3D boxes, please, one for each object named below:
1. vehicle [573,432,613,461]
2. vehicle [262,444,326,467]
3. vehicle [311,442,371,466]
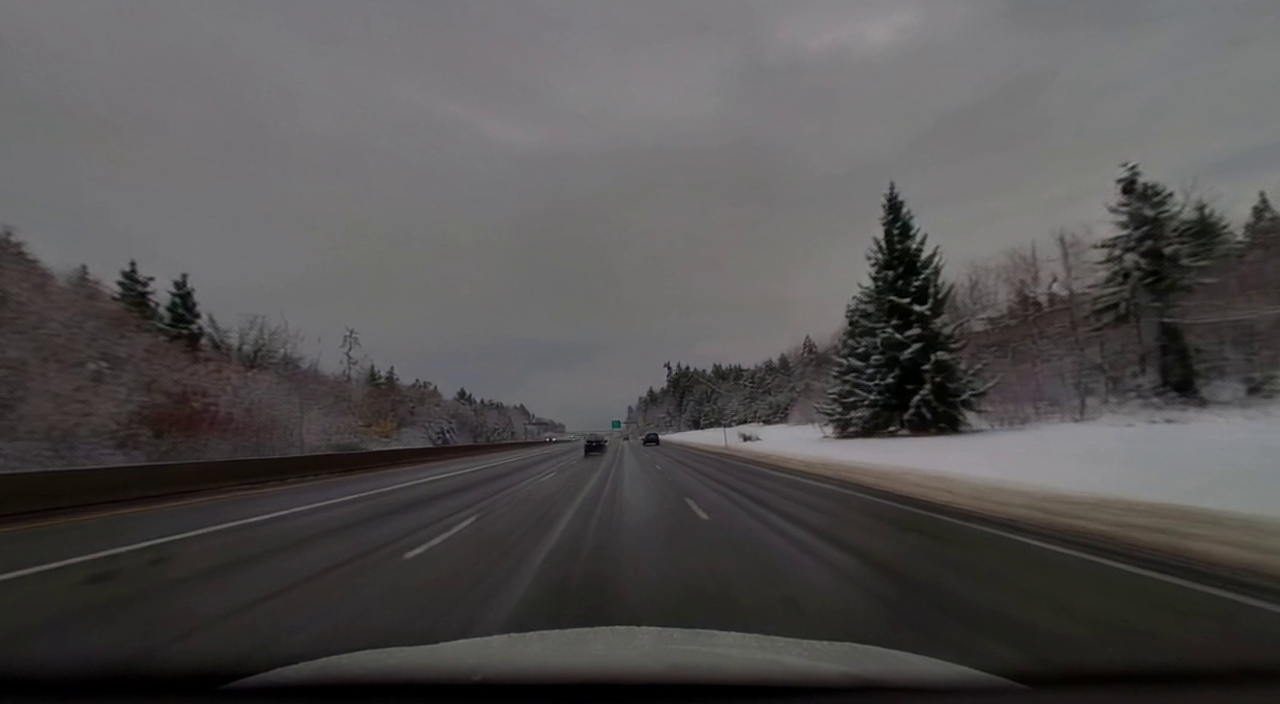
[{"bbox_3d":[-2.516,5.183,34.720,2.000,1.491,3.913,0,-8,-2],"label":"vehicle"},{"bbox_3d":[-23.830,7.134,43.612,1.960,1.441,4.473,0,-8,-1],"label":"vehicle"},{"bbox_3d":[-20.343,6.927,43.097,2.002,1.484,4.481,0,-8,-1],"label":"vehicle"}]
